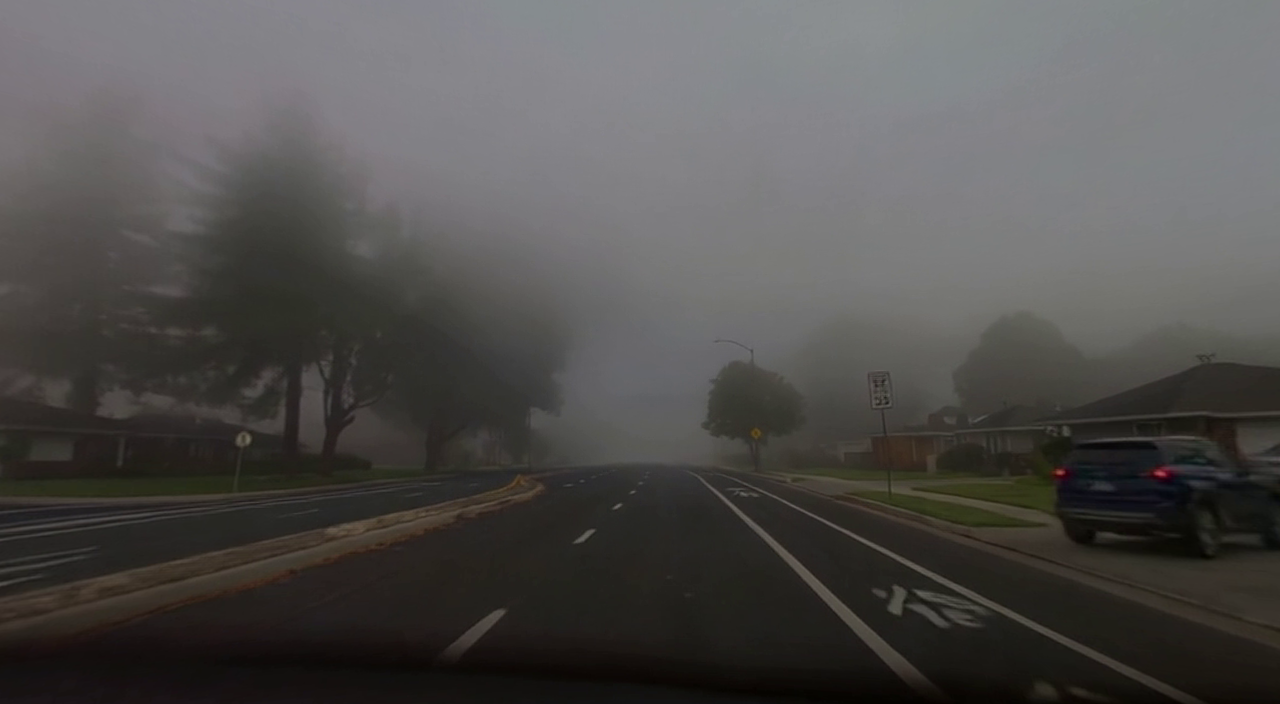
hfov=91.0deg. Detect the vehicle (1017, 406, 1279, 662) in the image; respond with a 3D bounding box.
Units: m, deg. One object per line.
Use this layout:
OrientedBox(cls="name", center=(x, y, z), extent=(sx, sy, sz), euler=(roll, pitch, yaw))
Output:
OrientedBox(cls="vehicle", center=(5.404, 1.558, 6.460), extent=(2.018, 1.733, 4.546), euler=(-6, -11, 37))
